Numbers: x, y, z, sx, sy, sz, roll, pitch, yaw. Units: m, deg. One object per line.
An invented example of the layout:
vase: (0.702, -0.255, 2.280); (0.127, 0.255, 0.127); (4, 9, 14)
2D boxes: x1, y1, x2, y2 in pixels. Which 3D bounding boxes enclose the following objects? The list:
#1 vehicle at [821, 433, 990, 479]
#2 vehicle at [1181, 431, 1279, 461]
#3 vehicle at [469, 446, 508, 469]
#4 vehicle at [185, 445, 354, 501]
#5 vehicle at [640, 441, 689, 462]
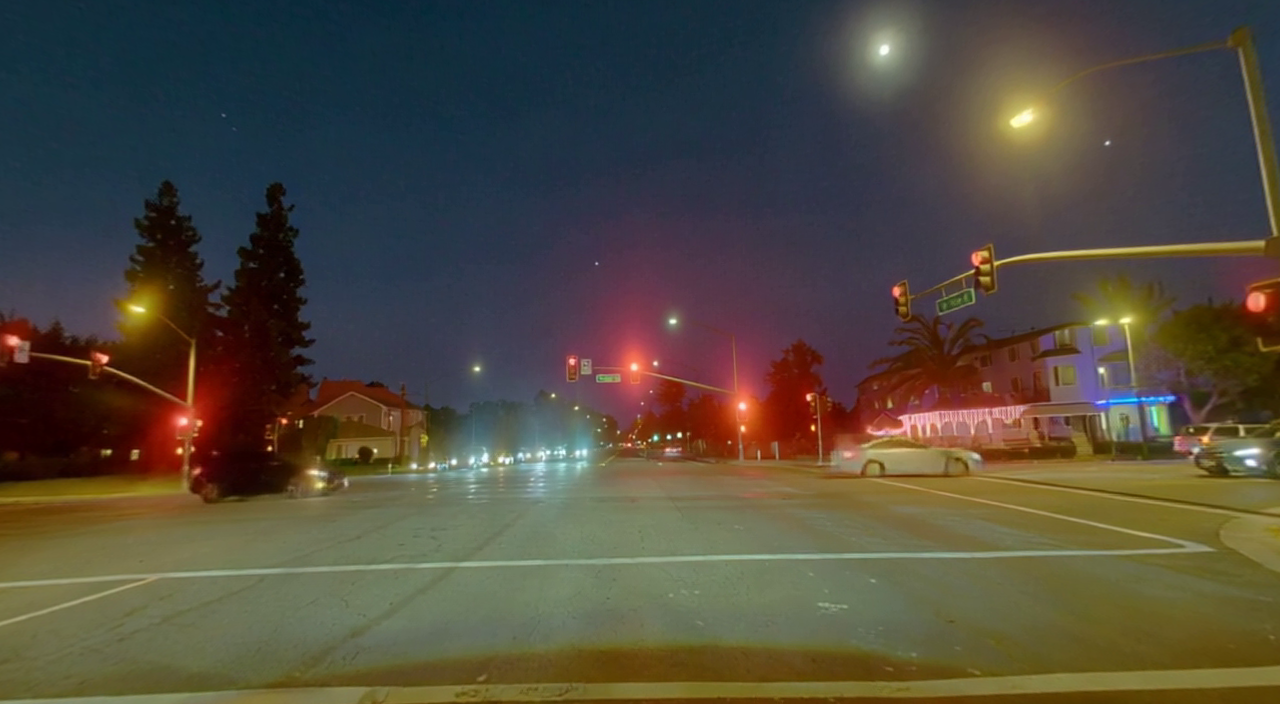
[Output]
vehicle: (8.918, 3.523, 21.551); (4.823, 1.449, 2.017); (0, -9, -1)
vehicle: (31.327, 4.887, 33.020); (4.318, 1.488, 1.870); (0, -9, -1)
vehicle: (-10.703, 7.459, 44.755); (1.881, 1.509, 3.377); (0, -9, 1)
vehicle: (-12.255, 4.002, 21.127); (4.431, 1.739, 1.935); (-1, -9, 1)
vehicle: (1.769, 7.539, 47.934); (1.932, 1.539, 4.873); (3, -9, -20)
